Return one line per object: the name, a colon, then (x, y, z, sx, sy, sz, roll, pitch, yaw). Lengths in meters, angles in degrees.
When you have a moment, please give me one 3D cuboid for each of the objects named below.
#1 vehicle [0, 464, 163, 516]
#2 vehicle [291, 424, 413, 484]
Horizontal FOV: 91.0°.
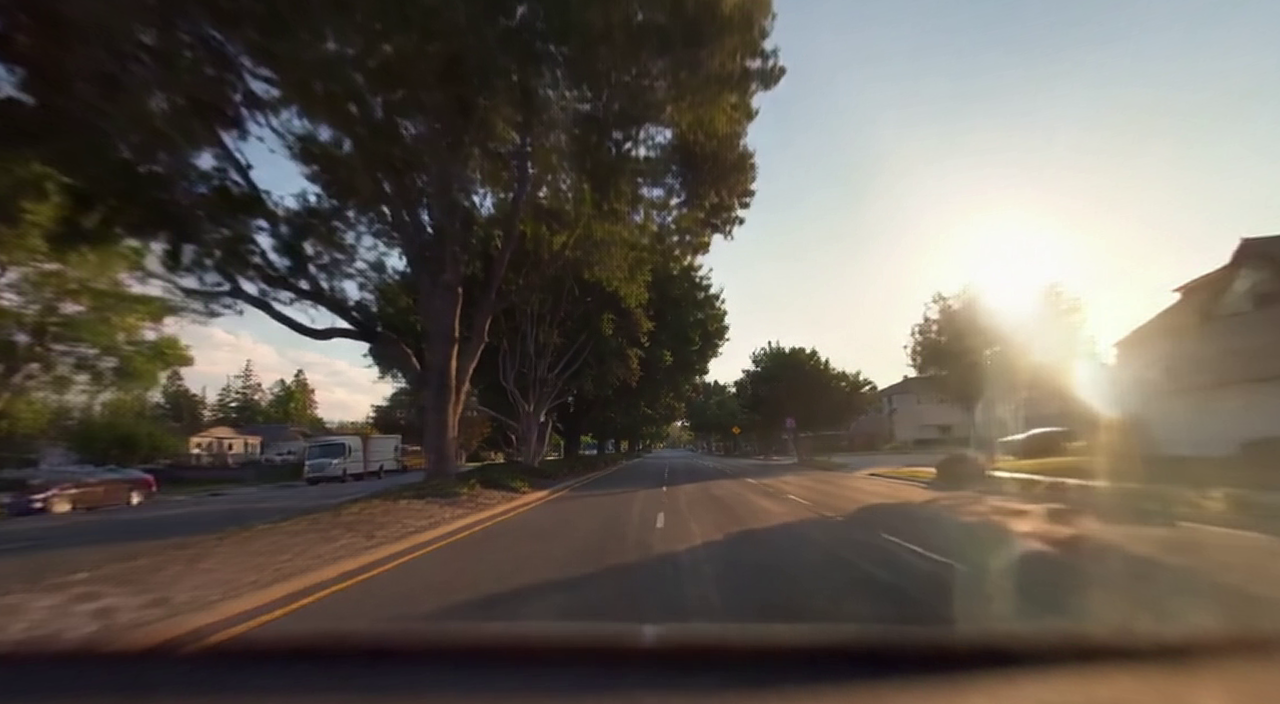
vehicle: (-19.615, 4.777, 22.184, 1.820, 1.459, 4.559, 0, -9, 3)
vehicle: (-18.756, 6.747, 42.052, 2.898, 3.487, 9.955, 0, -9, 3)
